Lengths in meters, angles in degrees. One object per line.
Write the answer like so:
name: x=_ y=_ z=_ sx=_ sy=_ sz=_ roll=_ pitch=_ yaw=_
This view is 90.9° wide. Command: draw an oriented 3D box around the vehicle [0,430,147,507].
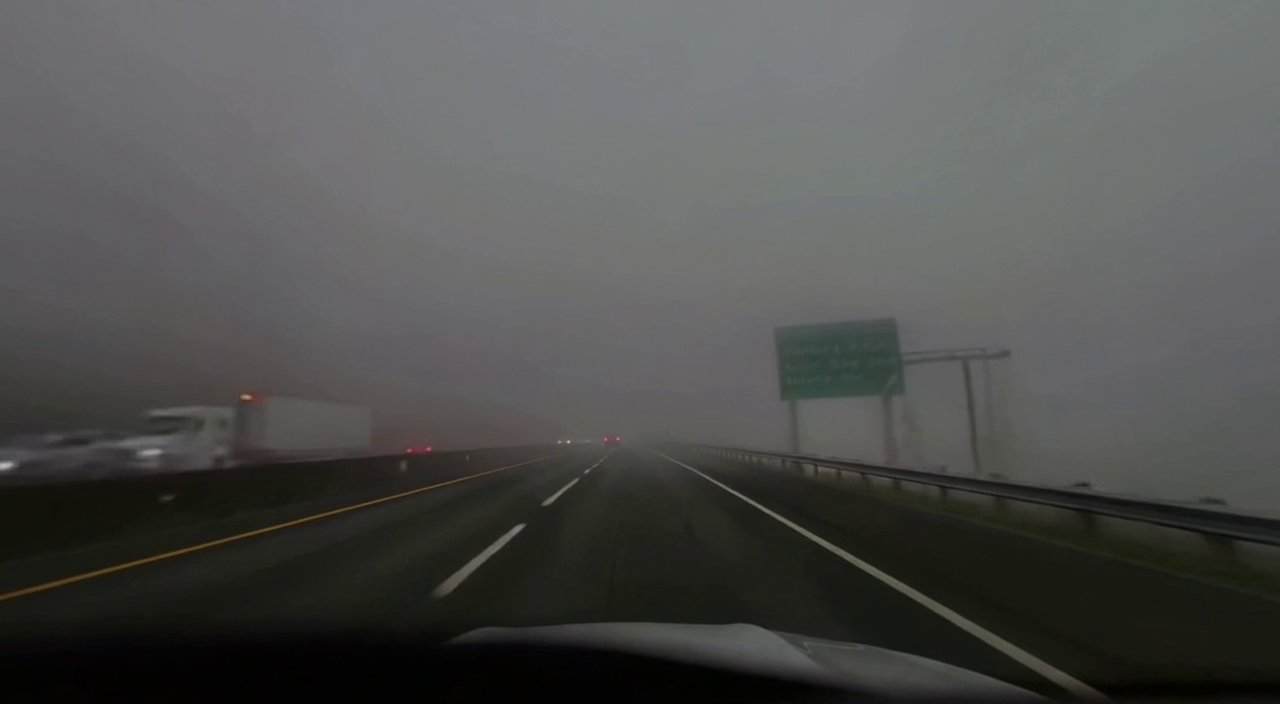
vehicle: x=-15.619 y=2.871 z=15.895 sx=2.053 sy=1.724 sz=5.287 roll=0 pitch=-8 yaw=1

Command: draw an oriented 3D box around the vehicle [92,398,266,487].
vehicle: x=-15.600 y=3.097 z=21.773 sx=2.372 sy=2.705 sz=4.535 roll=-1 pitch=-8 yaw=2
